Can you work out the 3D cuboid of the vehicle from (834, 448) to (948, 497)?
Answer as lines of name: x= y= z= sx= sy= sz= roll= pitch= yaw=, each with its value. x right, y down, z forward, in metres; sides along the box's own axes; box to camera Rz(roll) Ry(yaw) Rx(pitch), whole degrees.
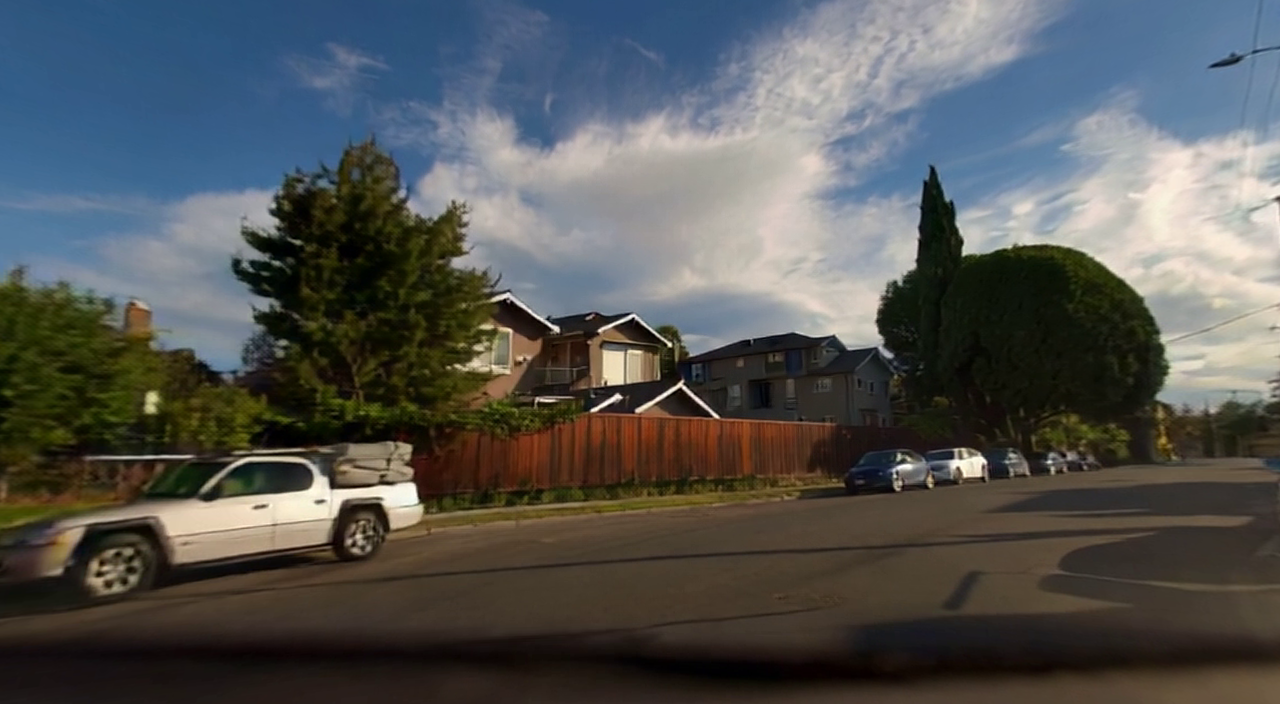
vehicle: x=8.733 y=4.057 z=21.745 sx=1.930 sy=1.478 sz=4.731 roll=-8 pitch=-12 yaw=43

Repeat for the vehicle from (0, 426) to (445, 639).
vehicle: x=-4.532 y=1.674 z=7.042 sx=2.082 sy=1.547 sz=4.217 roll=-5 pitch=-10 yaw=28

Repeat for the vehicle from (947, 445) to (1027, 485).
vehicle: x=16.010 y=5.141 z=29.051 sx=4.221 sy=1.673 sz=1.918 roll=8 pitch=-12 yaw=-44
